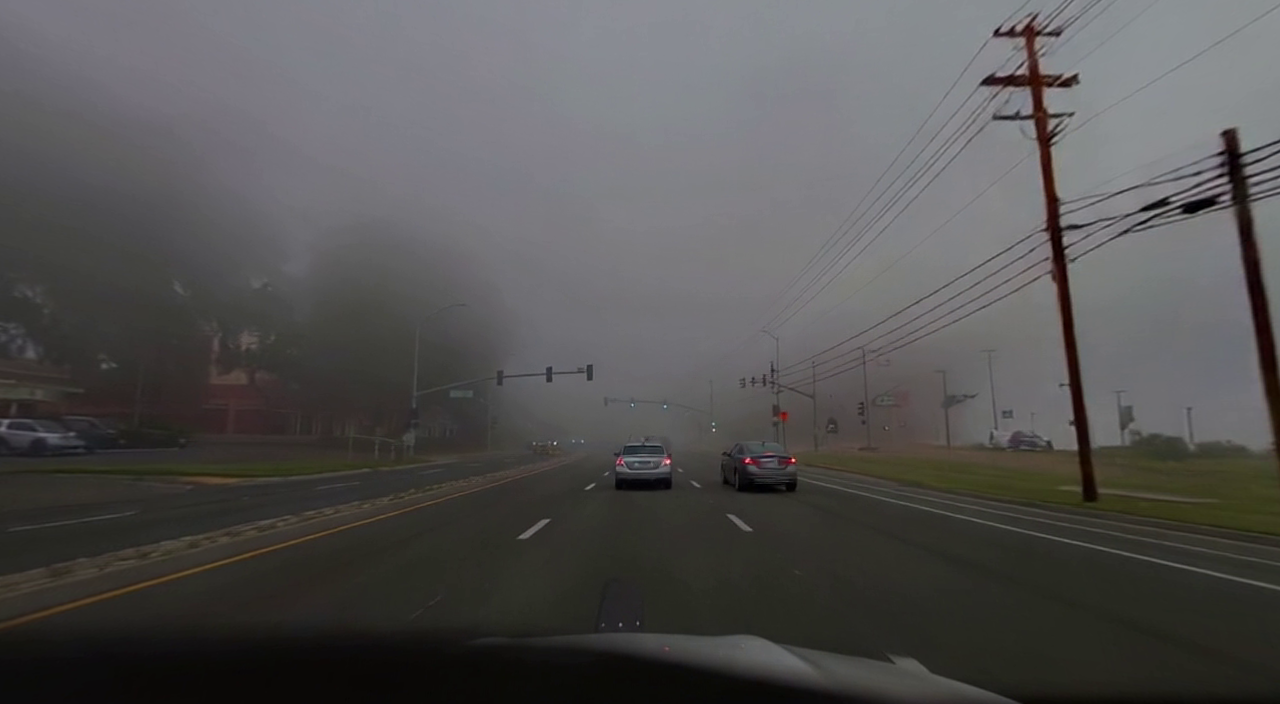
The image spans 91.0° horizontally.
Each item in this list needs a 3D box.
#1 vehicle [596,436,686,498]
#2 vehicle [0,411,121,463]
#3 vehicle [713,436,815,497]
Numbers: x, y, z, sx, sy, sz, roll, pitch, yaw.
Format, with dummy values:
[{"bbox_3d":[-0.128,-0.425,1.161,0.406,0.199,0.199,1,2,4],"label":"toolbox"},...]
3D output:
[{"bbox_3d":[-0.006,3.061,17.121,2.144,1.473,4.028,0,-8,-1],"label":"vehicle"},{"bbox_3d":[-29.030,4.071,29.892,2.878,2.172,7.057,0,-8,-2],"label":"vehicle"},{"bbox_3d":[3.319,3.138,17.688,1.985,1.489,4.036,0,-8,-1],"label":"vehicle"}]
